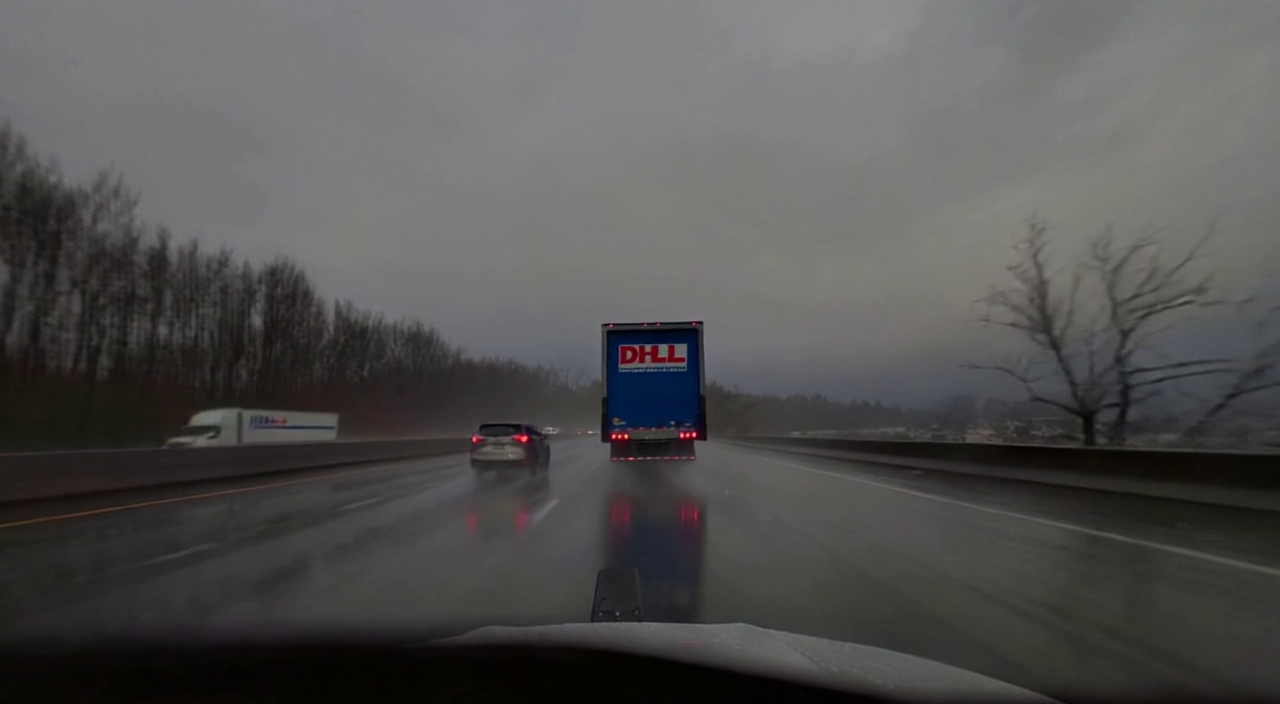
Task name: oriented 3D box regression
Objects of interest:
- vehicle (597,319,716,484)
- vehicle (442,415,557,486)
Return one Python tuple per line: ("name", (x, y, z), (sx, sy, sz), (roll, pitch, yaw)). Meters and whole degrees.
("vehicle", (0.271, 1.823, 20.479), (3.011, 4.211, 8.926), (0, -8, -2))
("vehicle", (-3.949, 2.867, 18.738), (2.394, 1.787, 5.186), (0, -8, -2))
